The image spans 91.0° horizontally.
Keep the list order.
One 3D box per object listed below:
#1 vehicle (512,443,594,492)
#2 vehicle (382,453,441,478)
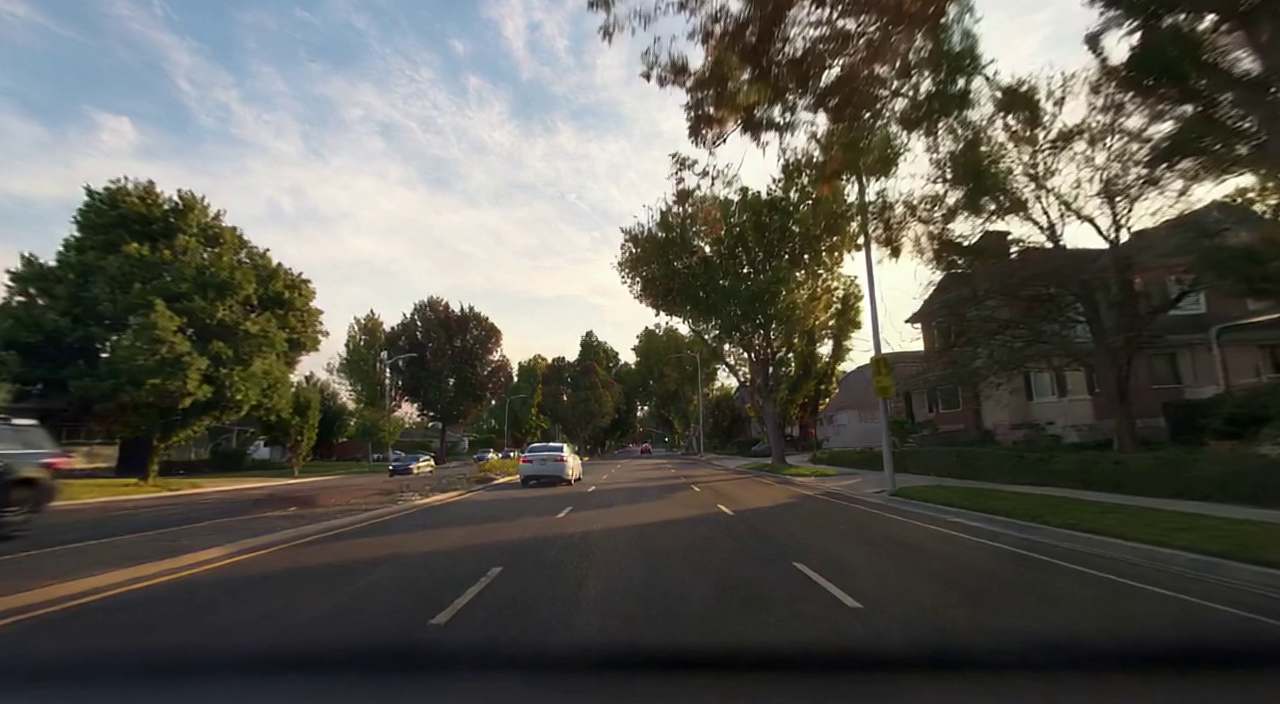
[{"bbox_3d":[-2.886,3.980,22.004,2.106,1.517,4.375,-1,-9,2],"label":"vehicle"},{"bbox_3d":[-14.920,7.407,41.425,1.948,1.492,4.536,-1,-9,3],"label":"vehicle"}]
